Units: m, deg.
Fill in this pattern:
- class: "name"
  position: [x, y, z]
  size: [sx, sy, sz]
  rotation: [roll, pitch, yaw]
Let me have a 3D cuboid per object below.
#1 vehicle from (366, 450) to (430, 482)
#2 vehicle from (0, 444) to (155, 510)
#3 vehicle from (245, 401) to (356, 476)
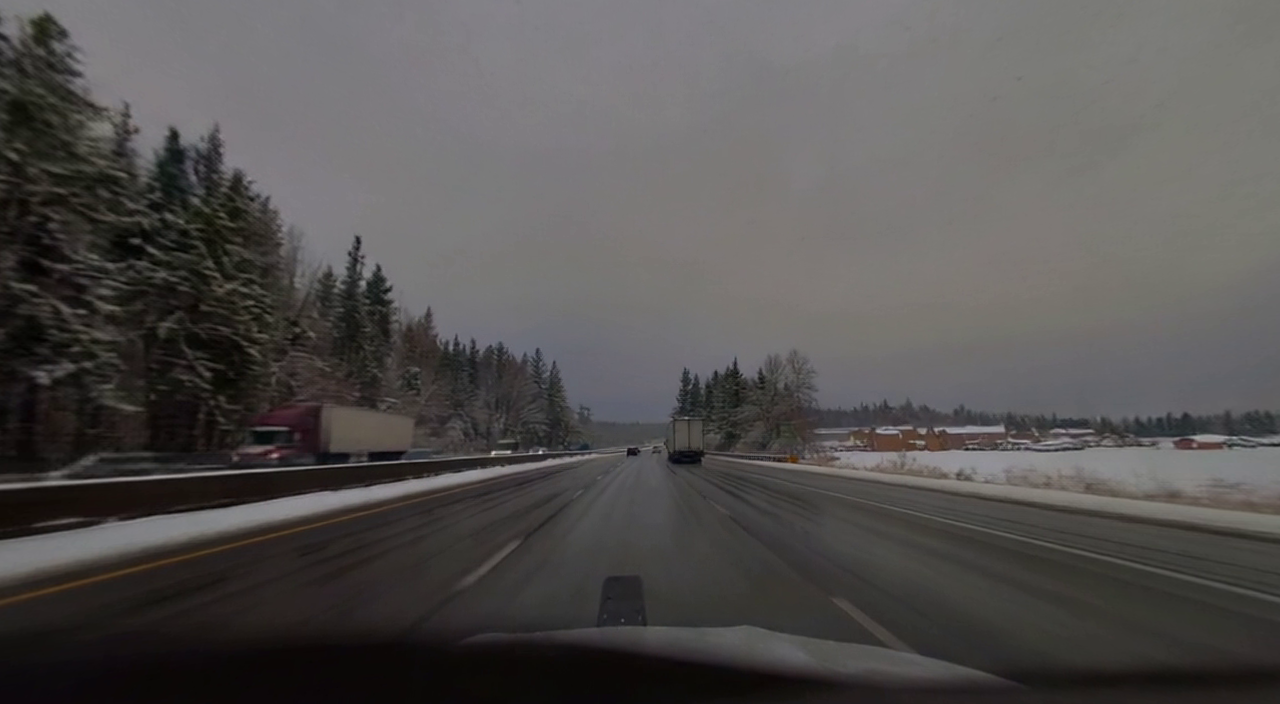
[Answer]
- class: "vehicle"
  position: [-11.588, 5.462, 30.404]
  size: [1.719, 1.414, 3.544]
  rotation: [0, -9, -1]
- class: "vehicle"
  position: [-16.334, 3.418, 17.685]
  size: [1.977, 1.586, 4.324]
  rotation: [0, -9, 0]
- class: "vehicle"
  position: [-19.508, 5.094, 36.681]
  size: [3.006, 3.995, 5.858]
  rotation: [0, -9, 0]
